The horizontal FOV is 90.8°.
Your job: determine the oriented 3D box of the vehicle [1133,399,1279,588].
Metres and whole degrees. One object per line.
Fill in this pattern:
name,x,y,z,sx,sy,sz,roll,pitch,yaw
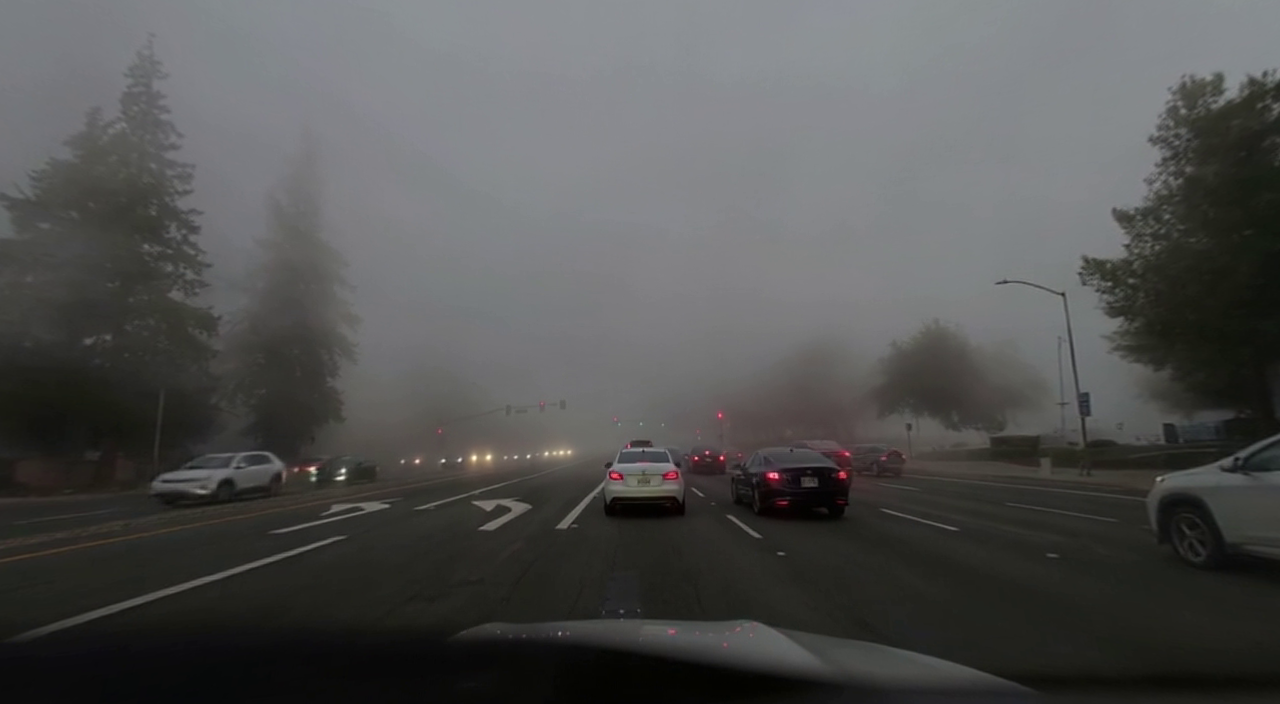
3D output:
vehicle,6.936,1.229,5.311,1.987,1.730,4.373,0,-9,0

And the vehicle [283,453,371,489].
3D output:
vehicle,-14.480,5.498,29.595,2.018,1.469,4.916,1,-9,-6

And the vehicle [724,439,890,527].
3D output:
vehicle,3.131,2.562,13.087,1.970,1.445,4.974,0,-9,-1

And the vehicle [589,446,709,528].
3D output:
vehicle,0.088,2.558,12.607,1.990,1.347,4.067,0,-9,-2

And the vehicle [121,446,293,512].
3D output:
vehicle,-12.304,3.586,18.389,1.963,1.649,4.290,0,-9,0

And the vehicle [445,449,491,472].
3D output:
vehicle,-12.199,7.729,45.133,2.002,1.500,4.536,0,-9,0
